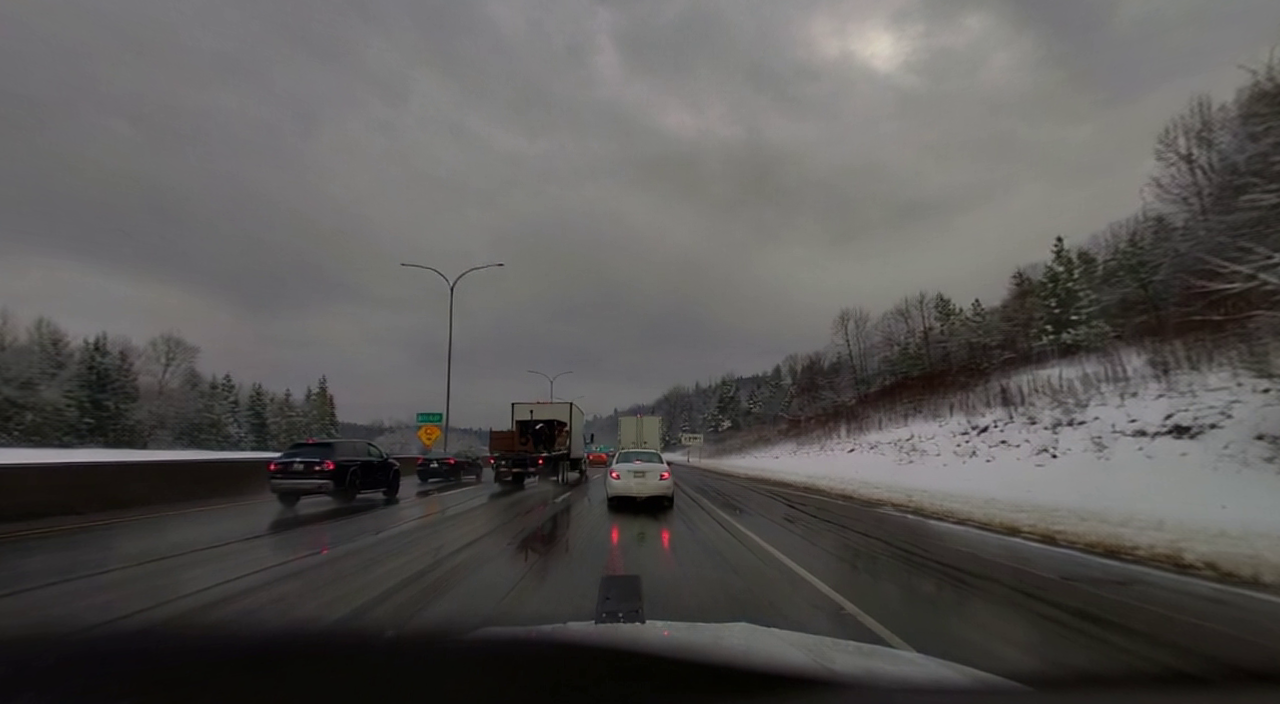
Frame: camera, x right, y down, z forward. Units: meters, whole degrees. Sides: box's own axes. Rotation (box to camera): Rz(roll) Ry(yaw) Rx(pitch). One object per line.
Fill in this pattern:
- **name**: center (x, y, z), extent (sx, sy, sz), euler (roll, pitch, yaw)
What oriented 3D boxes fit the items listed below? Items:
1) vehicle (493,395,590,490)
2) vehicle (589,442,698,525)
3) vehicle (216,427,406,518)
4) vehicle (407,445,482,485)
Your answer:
- **vehicle**: center (-3.774, 3.758, 26.097), extent (2.812, 3.342, 7.248), euler (0, -9, 0)
- **vehicle**: center (0.045, 2.680, 13.321), extent (1.995, 1.495, 3.380), euler (0, -9, -1)
- **vehicle**: center (-7.248, 2.706, 14.545), extent (1.952, 1.746, 4.332), euler (-1, -9, 1)
- **vehicle**: center (-8.032, 4.681, 26.284), extent (1.880, 1.512, 3.758), euler (-1, -9, 1)
